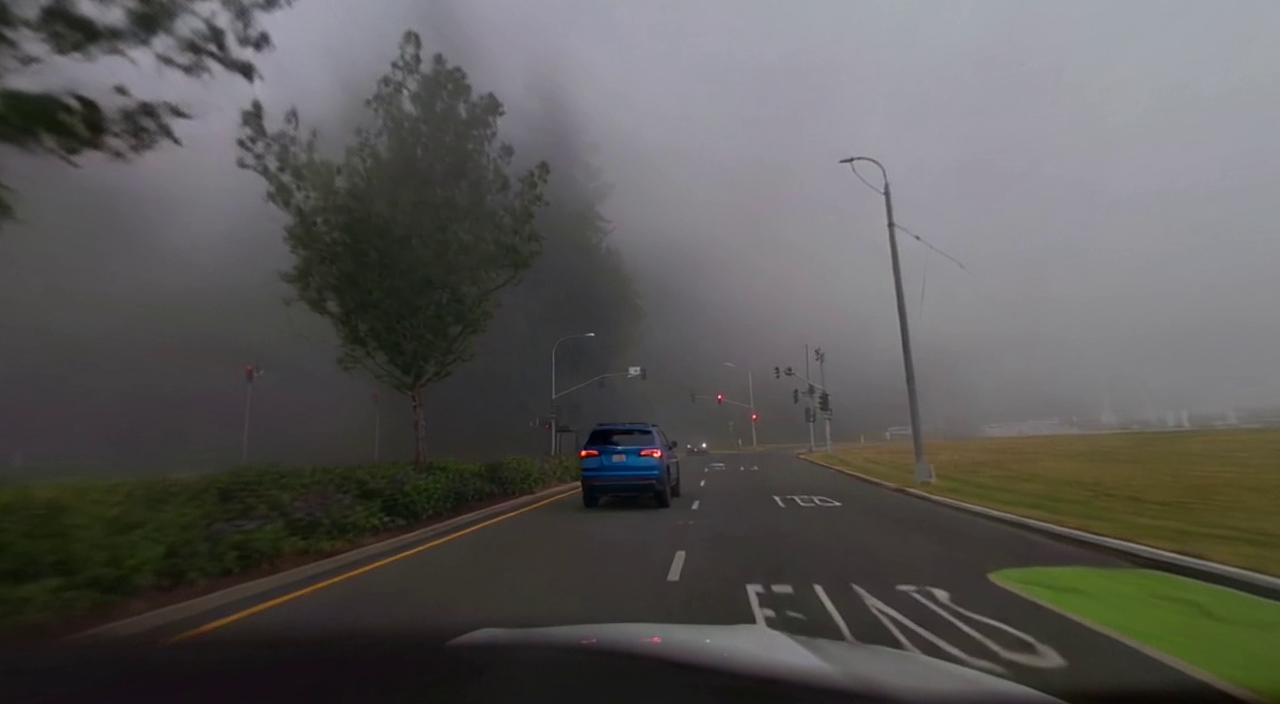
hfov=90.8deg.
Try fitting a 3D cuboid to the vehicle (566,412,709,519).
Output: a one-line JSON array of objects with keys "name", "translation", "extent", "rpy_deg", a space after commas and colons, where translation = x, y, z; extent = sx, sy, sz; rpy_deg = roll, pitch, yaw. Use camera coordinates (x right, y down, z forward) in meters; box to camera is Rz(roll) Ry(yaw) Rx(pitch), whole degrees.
[{"name": "vehicle", "translation": [0.183, 2.283, 13.148], "extent": [2.339, 1.790, 4.629], "rpy_deg": [-1, -9, 7]}]
